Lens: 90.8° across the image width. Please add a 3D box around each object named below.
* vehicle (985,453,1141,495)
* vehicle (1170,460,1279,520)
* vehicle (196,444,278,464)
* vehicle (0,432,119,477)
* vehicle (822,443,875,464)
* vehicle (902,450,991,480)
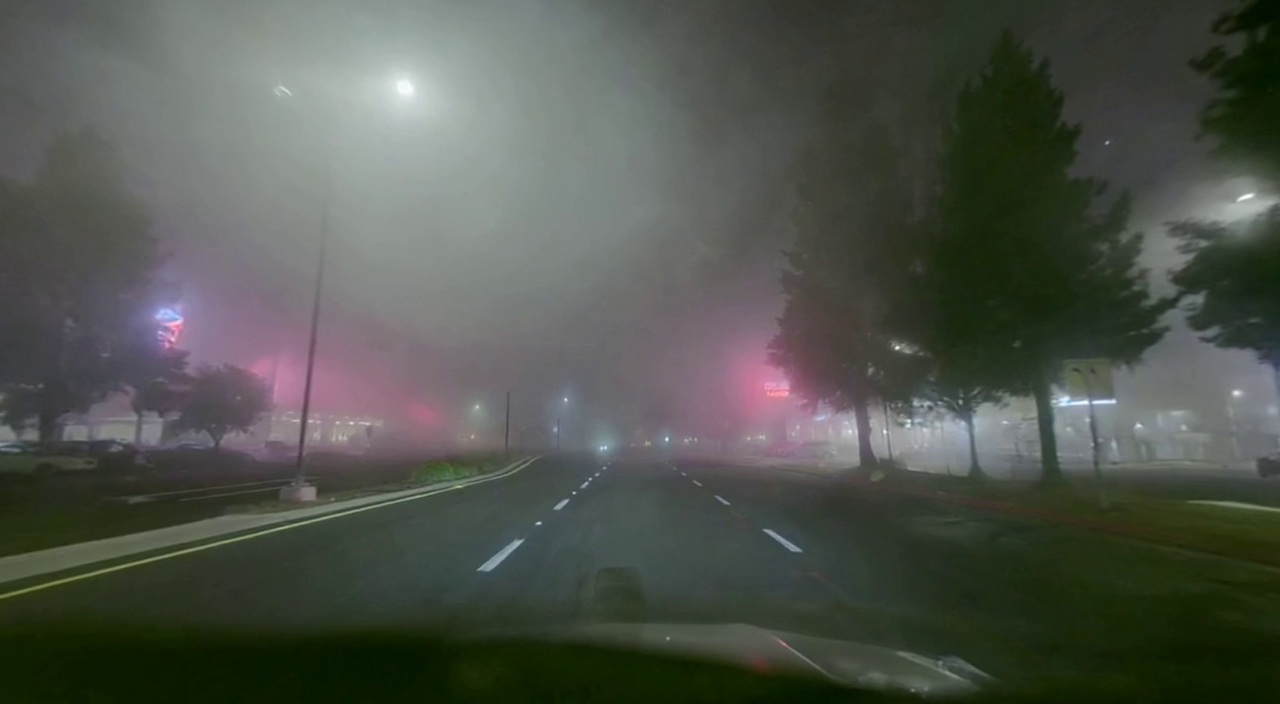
[{"bbox_3d":[17.207,4.975,25.930,4.711,1.494,2.224,-2,-9,3],"label":"vehicle"},{"bbox_3d":[17.651,3.725,17.301,4.399,1.480,2.045,0,-8,-1],"label":"vehicle"},{"bbox_3d":[-30.368,7.683,47.676,4.880,1.464,1.953,0,-8,1],"label":"vehicle"},{"bbox_3d":[-29.115,4.903,30.408,2.423,1.933,6.673,0,-9,0],"label":"vehicle"},{"bbox_3d":[15.796,7.697,48.073,1.936,1.464,4.867,1,-8,-6],"label":"vehicle"},{"bbox_3d":[16.911,6.214,34.967,3.889,1.590,1.950,0,-8,0],"label":"vehicle"}]
